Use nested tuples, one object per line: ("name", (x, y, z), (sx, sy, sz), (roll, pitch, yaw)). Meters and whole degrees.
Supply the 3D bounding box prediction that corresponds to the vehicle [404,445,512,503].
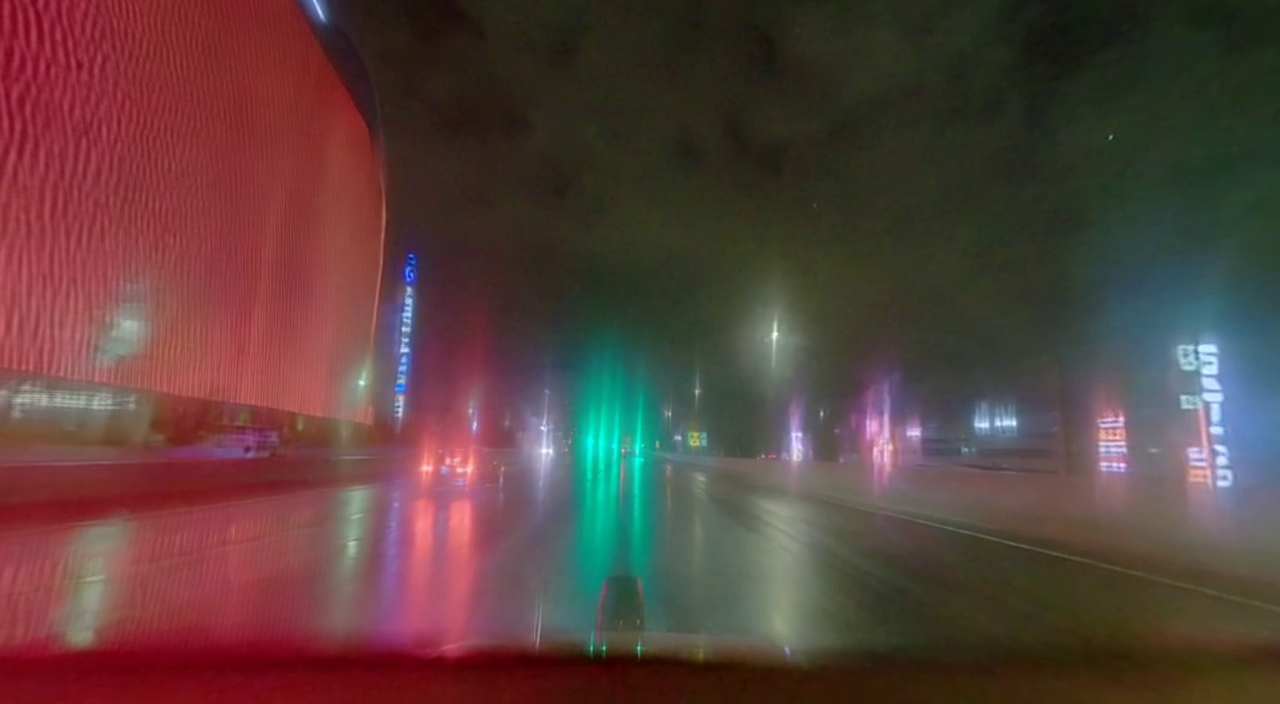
("vehicle", (-5.259, 3.557, 18.861), (1.943, 1.510, 4.201), (0, -9, 0))
